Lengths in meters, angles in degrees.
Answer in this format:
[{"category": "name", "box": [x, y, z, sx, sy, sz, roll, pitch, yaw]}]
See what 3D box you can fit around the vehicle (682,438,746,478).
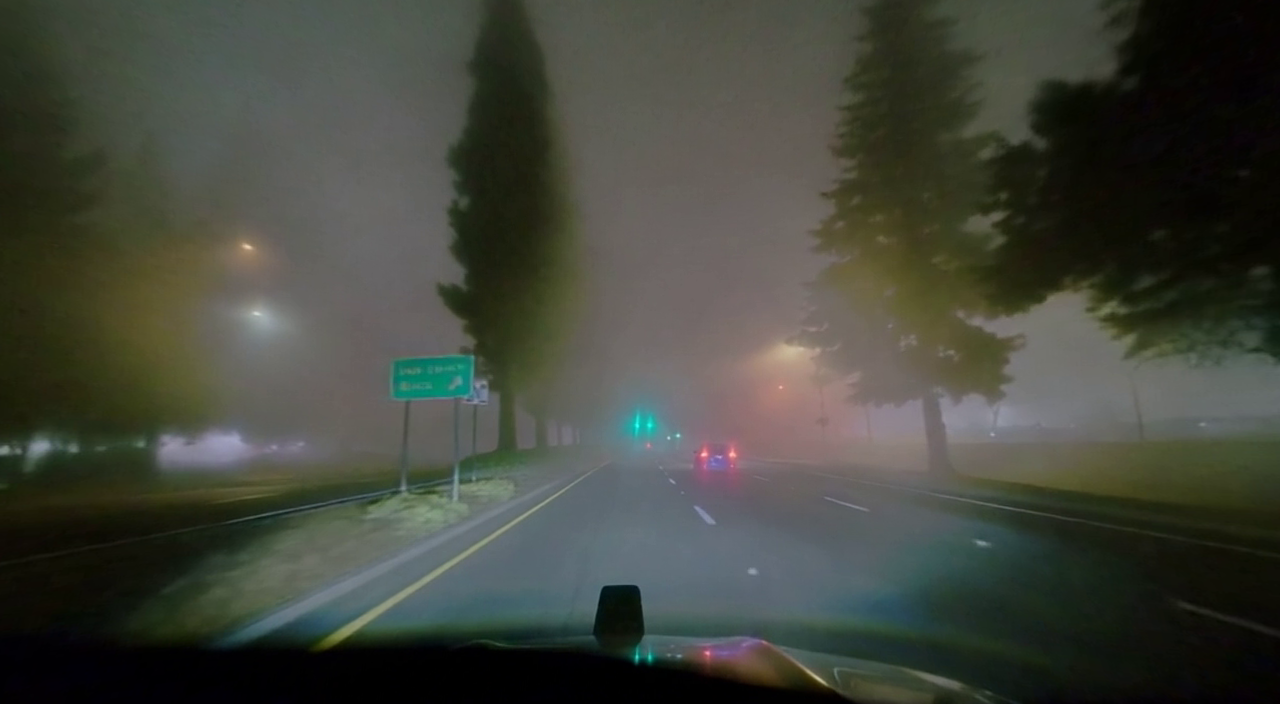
[{"category": "vehicle", "box": [2.960, 4.352, 26.173, 2.056, 1.483, 4.091, 0, -8, -1]}]
